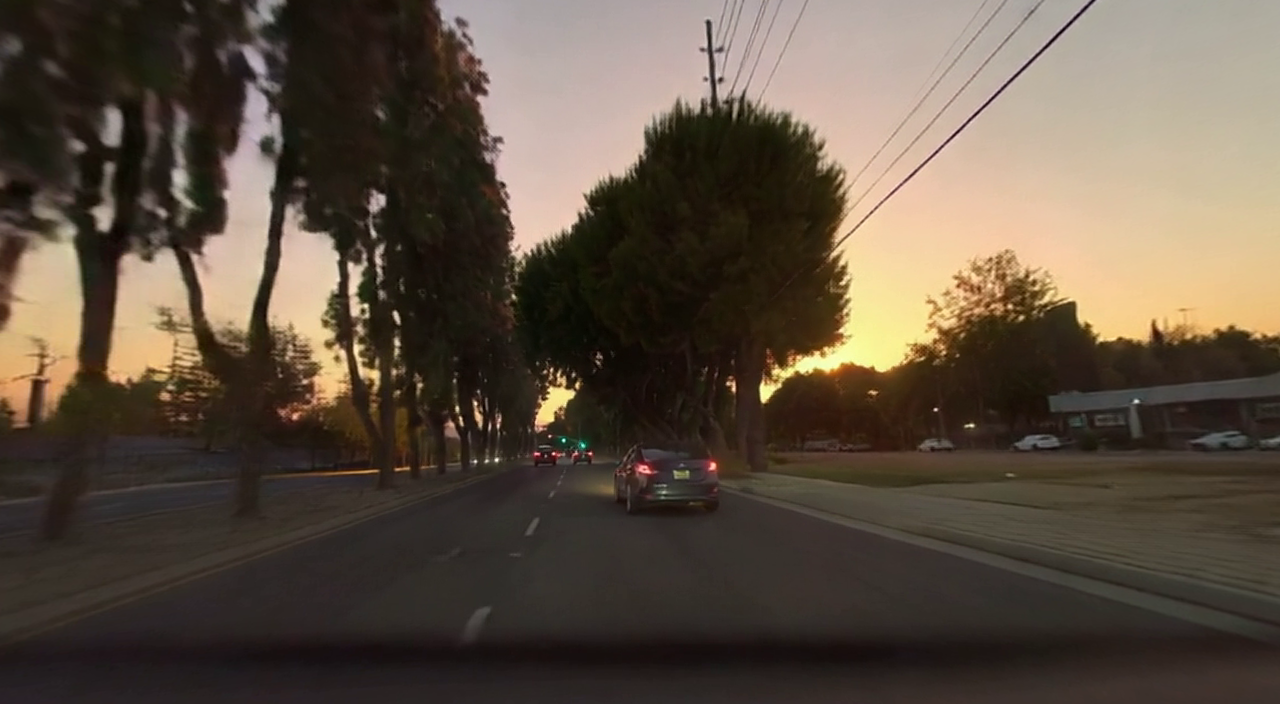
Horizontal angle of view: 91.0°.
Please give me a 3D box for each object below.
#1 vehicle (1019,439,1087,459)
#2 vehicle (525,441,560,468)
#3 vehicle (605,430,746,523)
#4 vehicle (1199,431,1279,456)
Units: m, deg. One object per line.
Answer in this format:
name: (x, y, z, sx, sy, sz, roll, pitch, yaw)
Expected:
vehicle: (32.613, 7.666, 49.877, 1.867, 1.471, 4.788, 0, -9, -4)
vehicle: (-6.762, 7.150, 44.161, 2.189, 1.776, 4.342, 0, -9, -6)
vehicle: (0.506, 2.576, 13.659, 2.235, 1.597, 4.918, 1, -9, -6)
vehicle: (43.216, 6.527, 44.940, 1.838, 1.677, 4.747, 1, -9, -6)
